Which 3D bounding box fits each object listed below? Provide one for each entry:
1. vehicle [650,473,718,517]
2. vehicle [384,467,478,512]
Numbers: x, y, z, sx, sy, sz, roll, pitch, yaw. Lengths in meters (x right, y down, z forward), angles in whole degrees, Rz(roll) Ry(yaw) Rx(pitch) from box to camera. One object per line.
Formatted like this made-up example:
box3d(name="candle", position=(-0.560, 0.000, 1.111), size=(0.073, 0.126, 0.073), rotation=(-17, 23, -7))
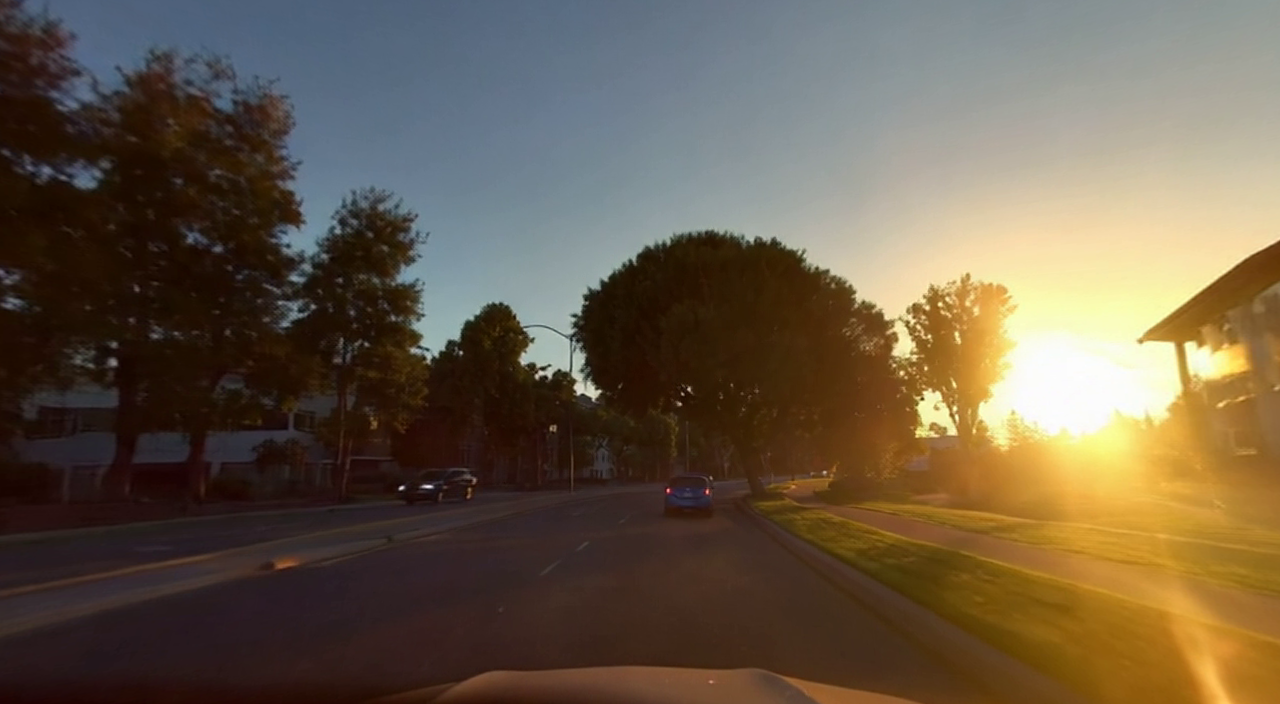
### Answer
box3d(name="vehicle", position=(1.646, 4.805, 21.584), size=(1.972, 1.250, 5.282), rotation=(-1, -11, 8))
box3d(name="vehicle", position=(-9.294, 6.132, 28.487), size=(2.066, 1.744, 4.771), rotation=(-5, -11, 8))
